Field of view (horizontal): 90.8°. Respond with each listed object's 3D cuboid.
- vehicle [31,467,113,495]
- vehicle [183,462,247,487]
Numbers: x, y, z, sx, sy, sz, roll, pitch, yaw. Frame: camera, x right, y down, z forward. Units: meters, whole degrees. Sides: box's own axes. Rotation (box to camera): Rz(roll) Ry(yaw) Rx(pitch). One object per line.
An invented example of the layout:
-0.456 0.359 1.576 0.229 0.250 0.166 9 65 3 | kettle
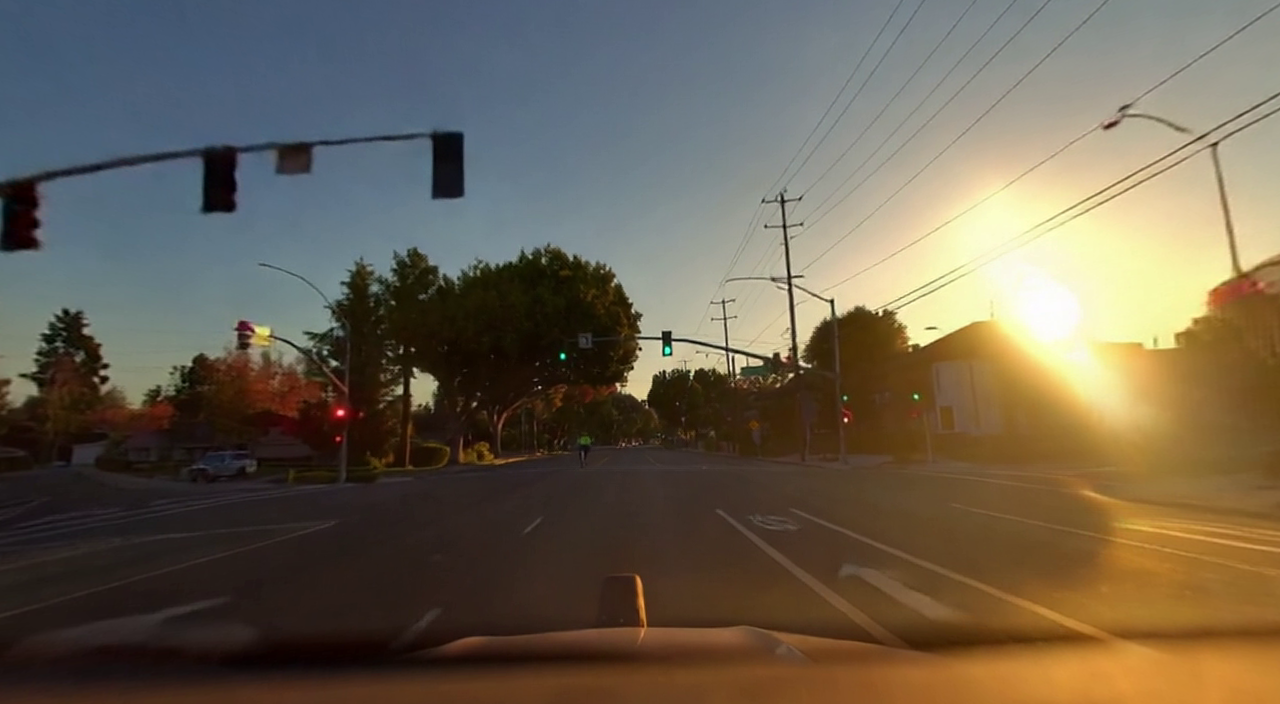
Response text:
-37.072 8.406 41.395 1.857 1.491 4.680 2 -9 -12 | vehicle
-28.870 8.313 43.066 1.974 1.457 4.248 1 -9 -11 | vehicle
